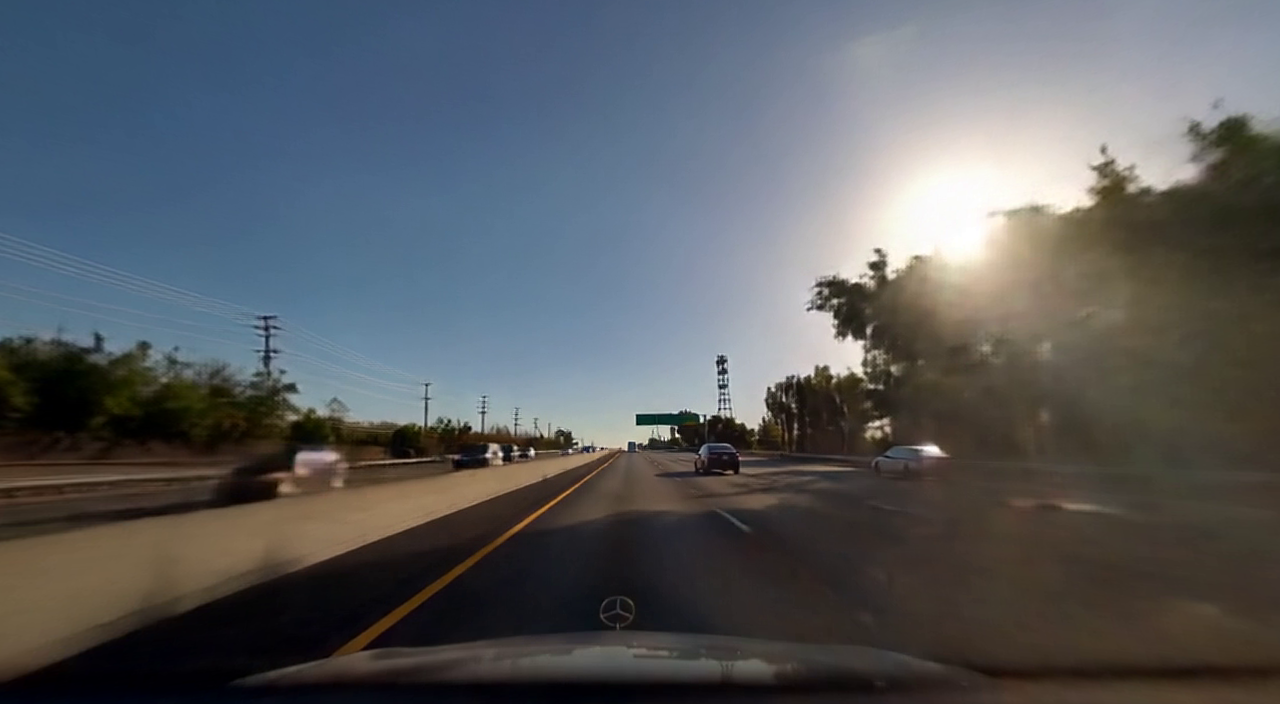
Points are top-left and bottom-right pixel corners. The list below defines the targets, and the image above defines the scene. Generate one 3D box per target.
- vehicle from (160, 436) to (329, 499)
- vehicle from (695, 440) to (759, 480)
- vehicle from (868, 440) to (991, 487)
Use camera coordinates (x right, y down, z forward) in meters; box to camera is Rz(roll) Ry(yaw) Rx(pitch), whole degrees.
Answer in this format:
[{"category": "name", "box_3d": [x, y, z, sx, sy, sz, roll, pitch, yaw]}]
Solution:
[{"category": "vehicle", "box_3d": [-11.308, 3.322, 18.560, 2.001, 1.604, 4.568, 0, -9, 0]}, {"category": "vehicle", "box_3d": [3.660, 4.648, 27.396, 2.018, 1.600, 4.121, 0, -9, -2]}, {"category": "vehicle", "box_3d": [10.321, 4.010, 23.073, 1.987, 1.502, 5.130, 0, -9, -1]}]
